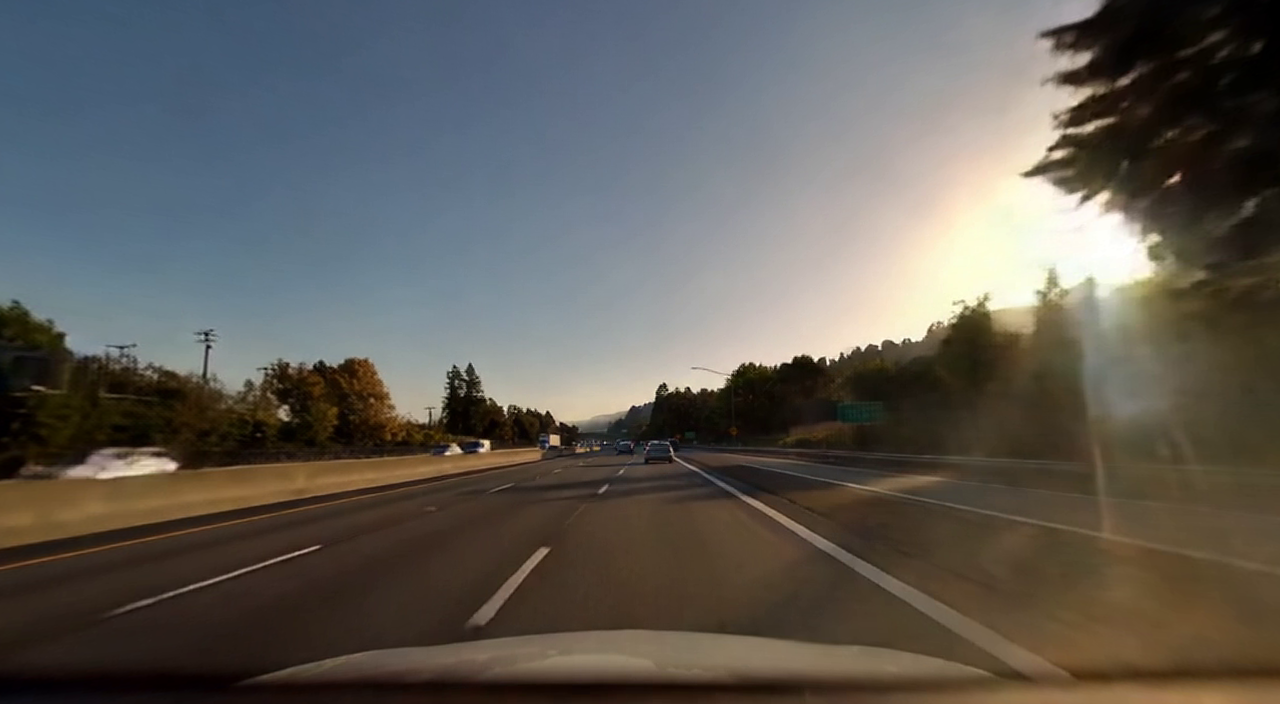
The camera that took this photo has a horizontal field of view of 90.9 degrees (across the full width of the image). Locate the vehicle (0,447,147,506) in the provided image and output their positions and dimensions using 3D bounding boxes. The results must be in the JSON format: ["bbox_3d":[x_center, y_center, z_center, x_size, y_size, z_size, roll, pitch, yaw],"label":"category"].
[{"bbox_3d":[-21.246,4.454,23.166,2.175,1.861,4.983,0,-8,0],"label":"vehicle"}]

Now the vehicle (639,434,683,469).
[{"bbox_3d":[1.115,5.488,34.921,2.260,1.766,4.348,0,-8,0],"label":"vehicle"}]
